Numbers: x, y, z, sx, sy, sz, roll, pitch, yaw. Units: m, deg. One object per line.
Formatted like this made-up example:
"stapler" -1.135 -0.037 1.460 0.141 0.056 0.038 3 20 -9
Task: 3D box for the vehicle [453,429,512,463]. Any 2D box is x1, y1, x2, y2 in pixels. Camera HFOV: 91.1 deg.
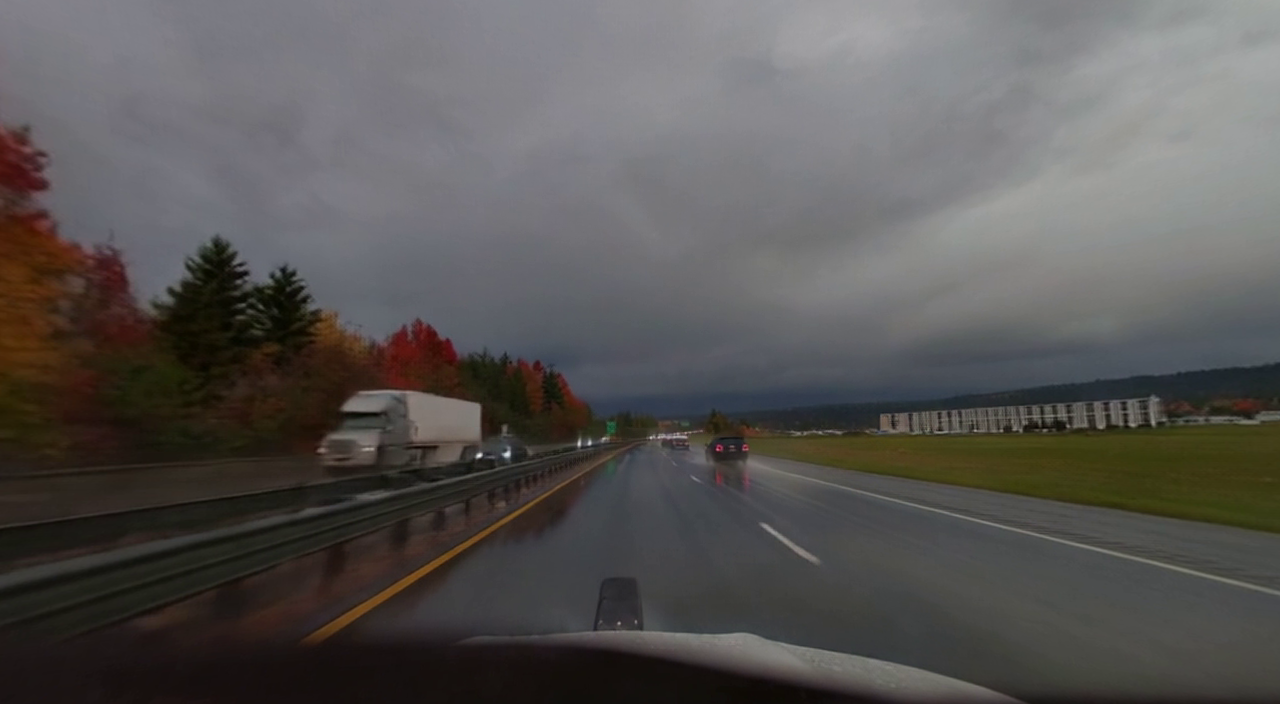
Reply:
"vehicle" -8.674 5.228 35.095 2.058 1.767 4.894 0 -8 0

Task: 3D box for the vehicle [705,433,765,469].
"vehicle" 4.222 4.461 28.570 2.024 1.516 4.197 0 -8 -1

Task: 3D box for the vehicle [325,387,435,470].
"vehicle" -12.959 3.926 32.014 2.988 3.815 5.937 0 -8 0
